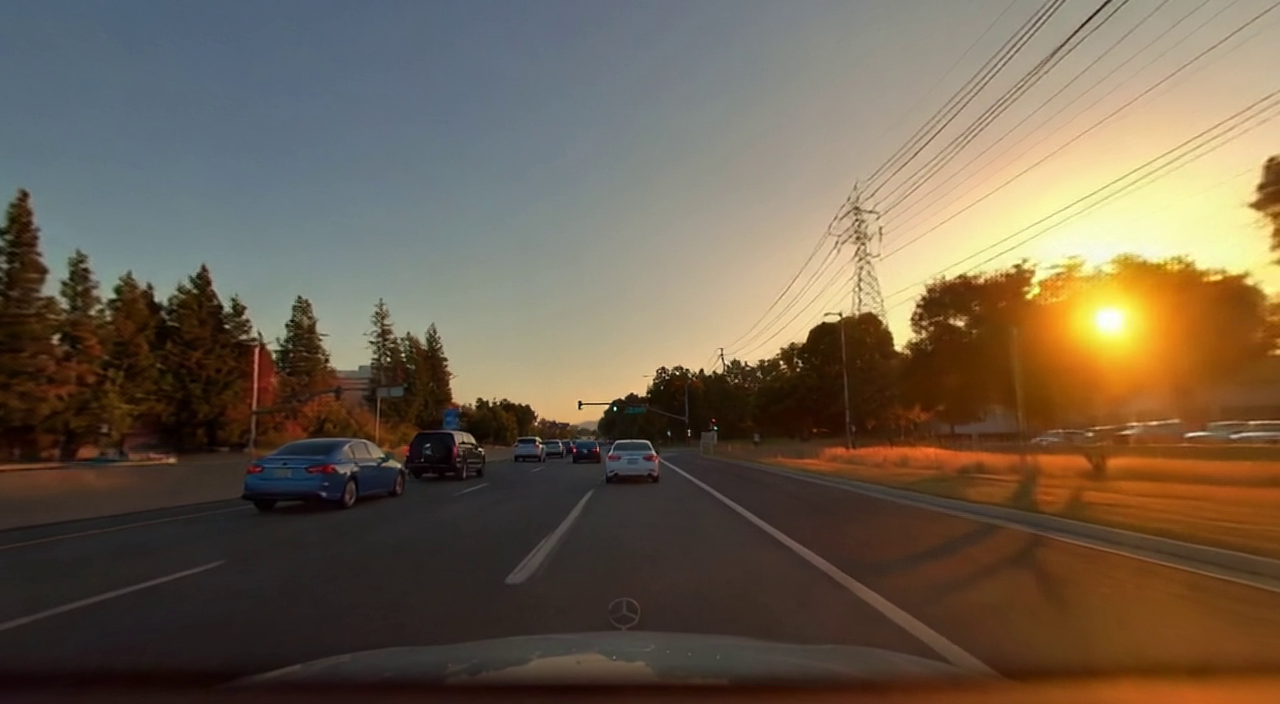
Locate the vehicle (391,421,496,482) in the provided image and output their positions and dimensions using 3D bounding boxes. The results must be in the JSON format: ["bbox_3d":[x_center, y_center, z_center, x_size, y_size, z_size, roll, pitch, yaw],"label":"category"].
[{"bbox_3d":[-6.786,3.500,22.508,2.144,1.905,4.967,0,-8,0],"label":"vehicle"}]

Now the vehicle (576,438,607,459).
[{"bbox_3d":[-3.546,7.176,47.074,2.055,1.510,3.961,0,-8,-1],"label":"vehicle"}]

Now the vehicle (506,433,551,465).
[{"bbox_3d":[-6.529,5.712,37.274,1.914,1.756,4.179,0,-8,0],"label":"vehicle"}]

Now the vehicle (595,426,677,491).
[{"bbox_3d":[-0.144,3.073,18.619,2.140,1.653,4.108,0,-8,-1],"label":"vehicle"}]

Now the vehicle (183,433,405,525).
[{"bbox_3d":[-6.557,2.413,12.731,1.900,1.483,4.547,0,-8,0],"label":"vehicle"}]

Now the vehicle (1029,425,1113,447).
[{"bbox_3d":[29.083,5.703,42.710,4.105,1.306,2.050,-2,-7,1],"label":"vehicle"}]

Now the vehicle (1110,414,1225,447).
[{"bbox_3d":[29.546,4.447,35.509,4.554,1.761,2.095,0,-8,0],"label":"vehicle"}]
